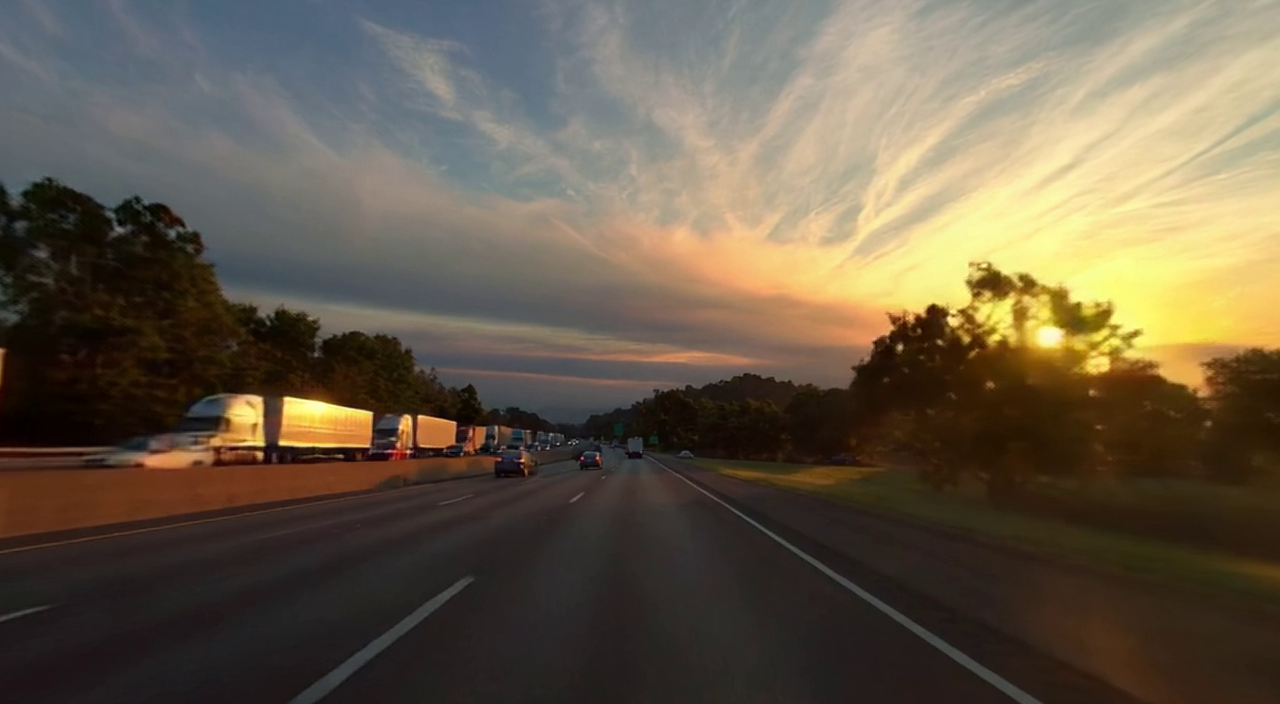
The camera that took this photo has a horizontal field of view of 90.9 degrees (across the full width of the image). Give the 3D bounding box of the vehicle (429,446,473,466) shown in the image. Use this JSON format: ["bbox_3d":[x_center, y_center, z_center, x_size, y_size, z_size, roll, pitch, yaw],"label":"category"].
[{"bbox_3d":[-14.503,7.976,48.525,2.014,1.444,4.352,0,-9,0],"label":"vehicle"}]

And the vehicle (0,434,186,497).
[{"bbox_3d":[-14.577,2.943,16.626,1.888,1.426,4.428,0,-9,0],"label":"vehicle"}]

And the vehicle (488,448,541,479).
[{"bbox_3d":[-7.321,6.551,37.395,2.122,1.685,4.714,0,-9,1],"label":"vehicle"}]

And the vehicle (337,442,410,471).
[{"bbox_3d":[-14.137,5.551,33.713,1.956,1.433,4.339,0,-9,0],"label":"vehicle"}]

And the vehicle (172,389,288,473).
[{"bbox_3d":[-18.982,3.729,29.426,2.954,3.700,3.302,0,-9,0],"label":"vehicle"}]

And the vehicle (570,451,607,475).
[{"bbox_3d":[-3.370,7.357,41.983,2.076,1.453,4.094,0,-9,1],"label":"vehicle"}]
